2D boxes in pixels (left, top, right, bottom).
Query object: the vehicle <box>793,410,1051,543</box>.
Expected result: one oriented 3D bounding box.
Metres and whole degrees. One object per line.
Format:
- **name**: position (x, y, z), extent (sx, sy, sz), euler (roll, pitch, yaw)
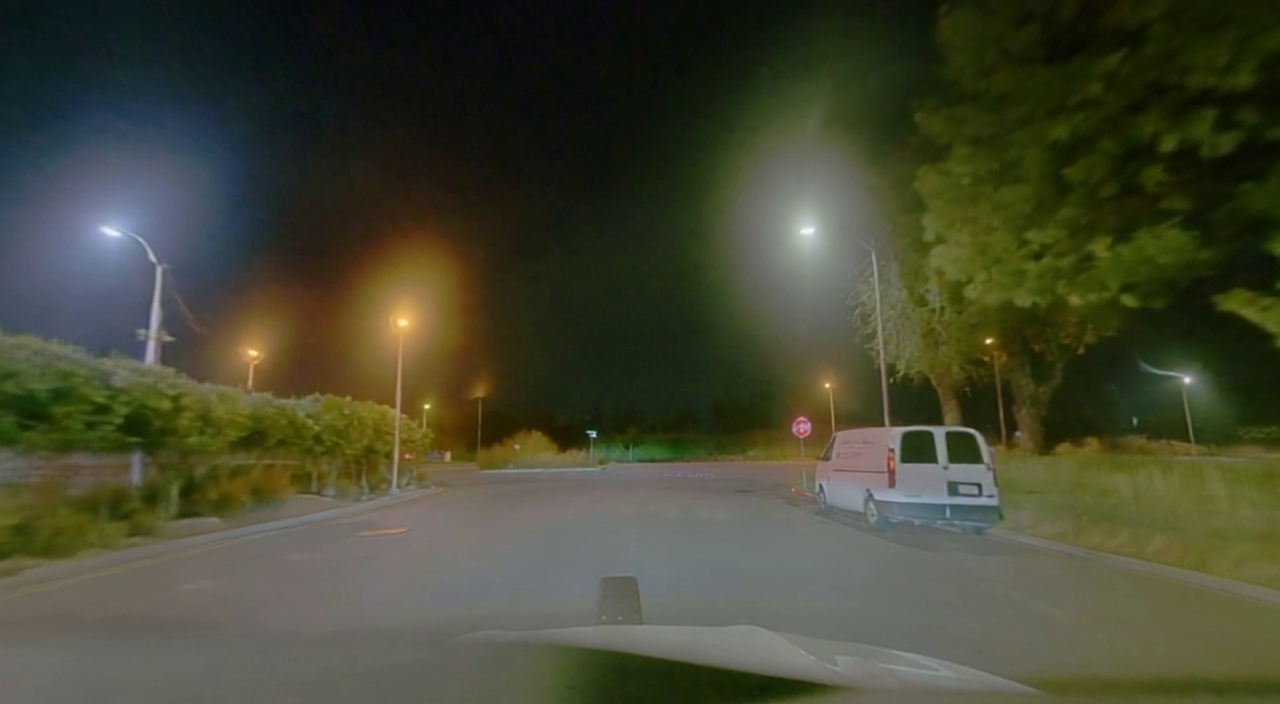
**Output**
- **vehicle**: position (5.553, 2.577, 13.841), extent (2.659, 2.245, 5.991), euler (0, -9, -2)
